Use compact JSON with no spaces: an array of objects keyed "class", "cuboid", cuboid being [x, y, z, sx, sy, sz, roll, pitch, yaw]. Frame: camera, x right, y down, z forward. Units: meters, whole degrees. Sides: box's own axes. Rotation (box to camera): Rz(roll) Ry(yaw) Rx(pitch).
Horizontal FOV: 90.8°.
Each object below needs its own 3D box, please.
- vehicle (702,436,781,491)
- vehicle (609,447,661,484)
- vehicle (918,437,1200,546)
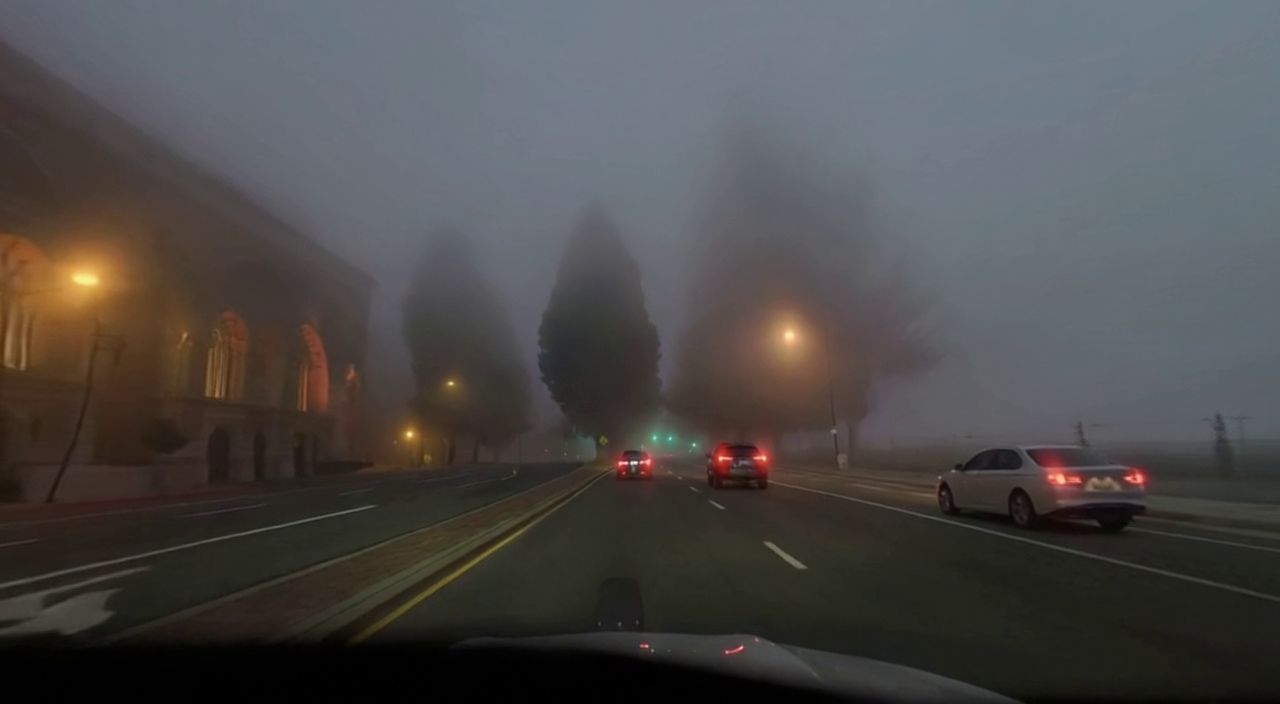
[{"class":"vehicle","cuboid":[3.543,3.967,22.834,2.036,1.757,4.300,0,-9,-1]},{"class":"vehicle","cuboid":[-0.213,4.767,26.849,2.054,1.446,3.969,0,-9,-1]},{"class":"vehicle","cuboid":[6.760,2.259,10.931,1.868,1.472,4.274,0,-9,-1]}]
